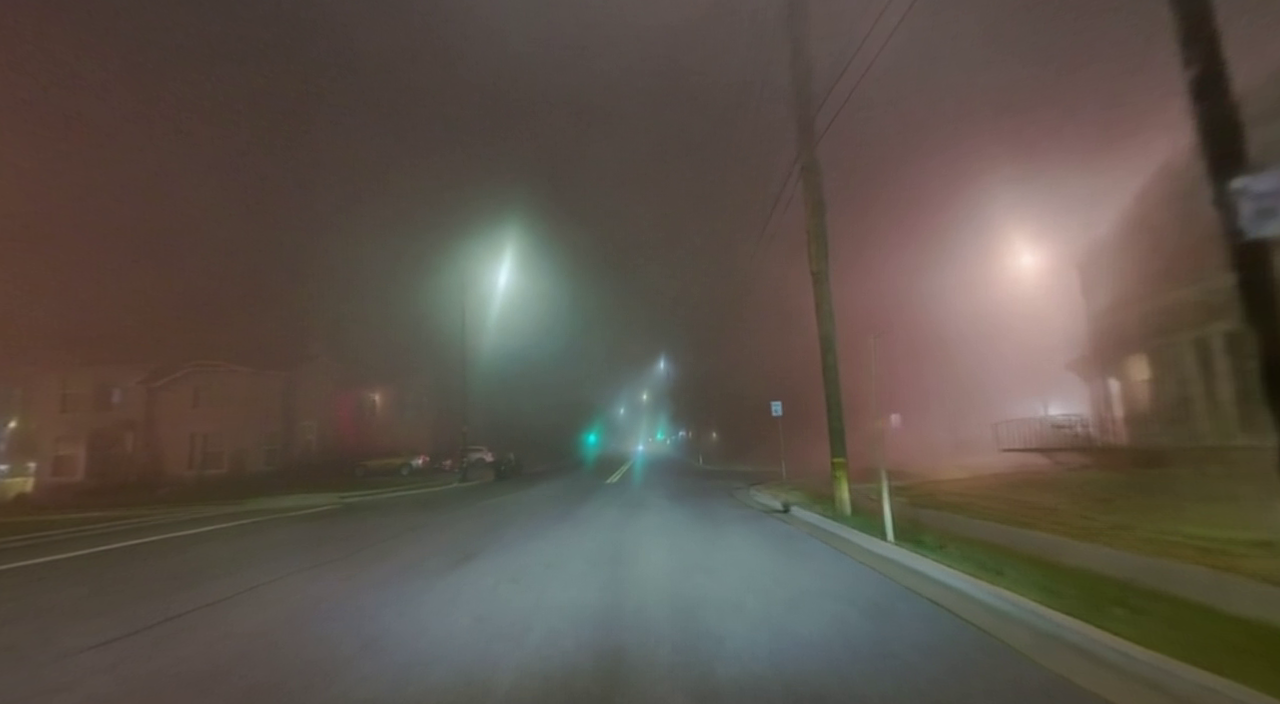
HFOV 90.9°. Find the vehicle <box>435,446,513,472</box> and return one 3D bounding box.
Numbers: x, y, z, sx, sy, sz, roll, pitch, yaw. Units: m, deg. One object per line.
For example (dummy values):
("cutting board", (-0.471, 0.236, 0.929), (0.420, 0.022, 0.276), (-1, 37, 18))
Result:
("vehicle", (-10.113, 6.466, 38.404), (4.293, 1.484, 1.981), (3, -9, -22))
